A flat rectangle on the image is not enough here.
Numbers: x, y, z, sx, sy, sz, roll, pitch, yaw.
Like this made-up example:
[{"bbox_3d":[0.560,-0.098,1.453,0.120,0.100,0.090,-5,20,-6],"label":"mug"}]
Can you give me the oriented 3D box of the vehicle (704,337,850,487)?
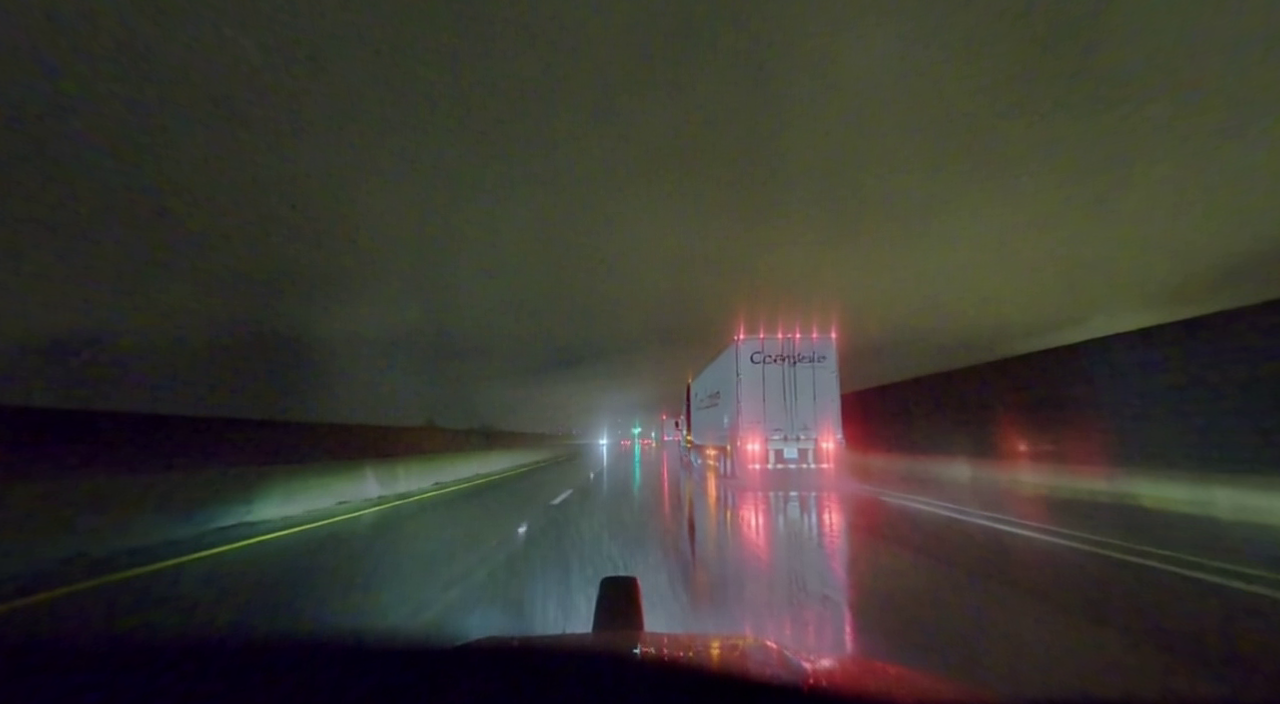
[{"bbox_3d":[4.053,2.187,21.083,2.840,3.947,8.920,0,-8,0],"label":"vehicle"}]
